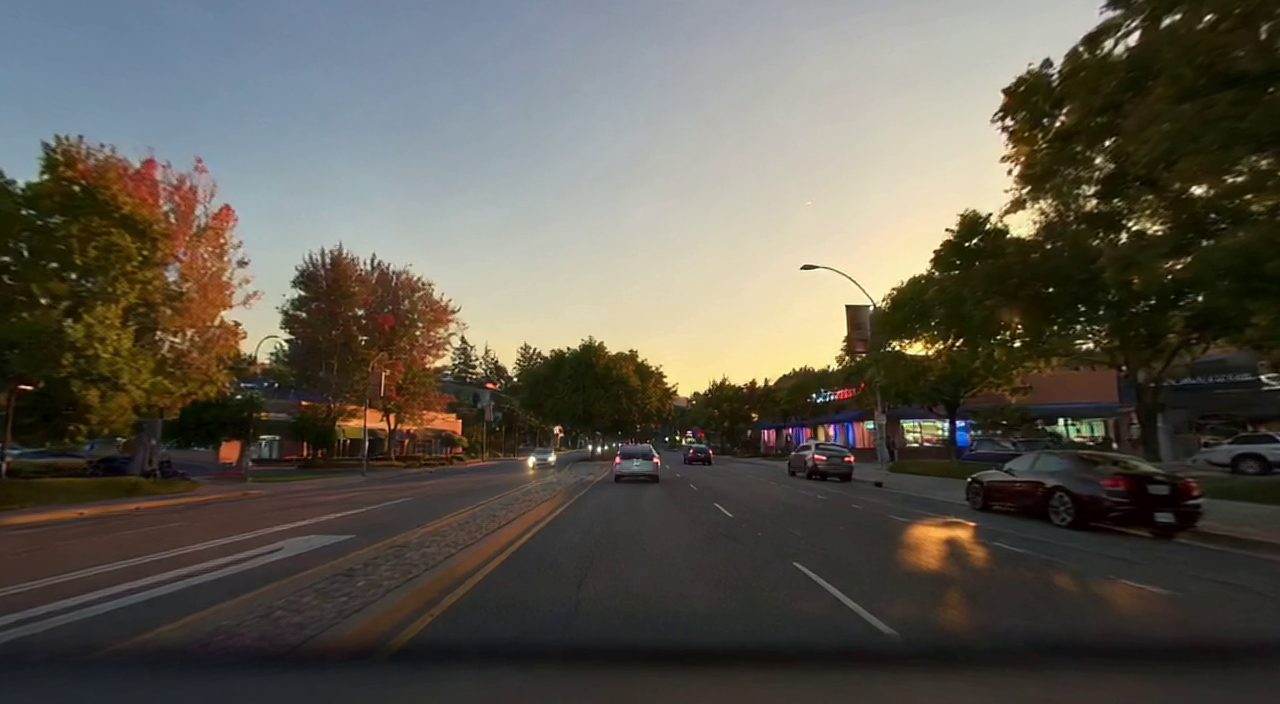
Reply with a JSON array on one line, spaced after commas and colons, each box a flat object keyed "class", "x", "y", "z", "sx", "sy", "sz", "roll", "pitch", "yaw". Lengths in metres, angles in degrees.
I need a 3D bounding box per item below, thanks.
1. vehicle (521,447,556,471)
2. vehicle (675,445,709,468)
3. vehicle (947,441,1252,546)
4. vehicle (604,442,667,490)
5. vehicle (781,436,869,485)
[{"class": "vehicle", "x": -6.809, "y": 7.206, "z": 42.788, "sx": 1.999, "sy": 1.531, "sz": 4.011, "roll": 0, "pitch": -9, "yaw": -4}, {"class": "vehicle", "x": 3.493, "y": 7.051, "z": 42.831, "sx": 1.910, "sy": 1.474, "sz": 4.003, "roll": 0, "pitch": -9, "yaw": -1}, {"class": "vehicle", "x": 7.747, "y": 2.387, "z": 11.450, "sx": 1.942, "sy": 1.473, "sz": 4.742, "roll": 0, "pitch": -9, "yaw": 0}, {"class": "vehicle", "x": -0.166, "y": 3.871, "z": 21.748, "sx": 2.006, "sy": 1.487, "sz": 3.535, "roll": 0, "pitch": -9, "yaw": -1}, {"class": "vehicle", "x": 7.531, "y": 4.462, "z": 26.338, "sx": 2.165, "sy": 1.787, "sz": 5.231, "roll": 0, "pitch": -9, "yaw": 1}]
